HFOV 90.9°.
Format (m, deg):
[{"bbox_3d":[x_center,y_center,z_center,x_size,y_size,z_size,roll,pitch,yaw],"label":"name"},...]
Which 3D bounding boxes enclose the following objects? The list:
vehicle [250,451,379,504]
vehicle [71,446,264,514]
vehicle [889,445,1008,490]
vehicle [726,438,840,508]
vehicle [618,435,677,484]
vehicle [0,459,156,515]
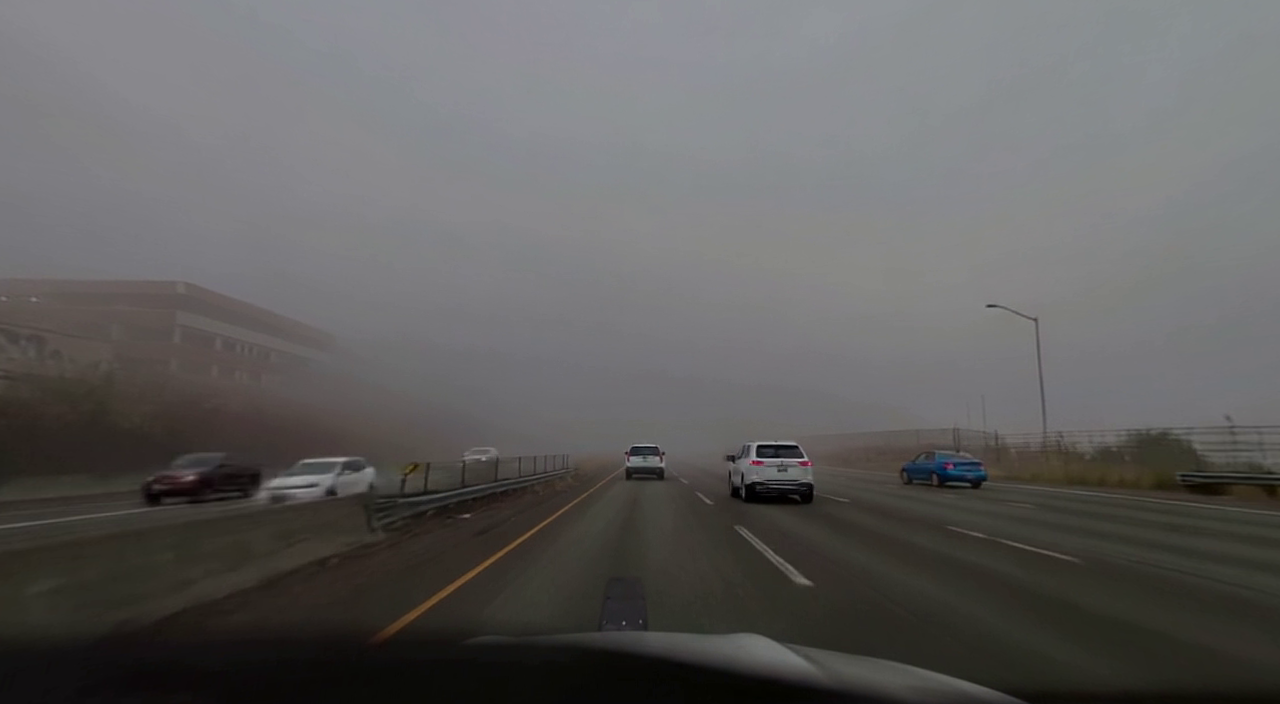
[{"bbox_3d":[-10.564,4.057,20.873,1.883,1.529,4.333,0,-8,1],"label":"vehicle"},{"bbox_3d":[-14.222,3.814,19.479,2.092,1.805,4.904,0,-8,0],"label":"vehicle"},{"bbox_3d":[10.989,4.113,22.910,2.027,1.446,4.470,0,-8,0],"label":"vehicle"},{"bbox_3d":[3.576,3.094,16.624,2.042,1.592,4.047,0,-8,0],"label":"vehicle"},{"bbox_3d":[0.307,4.512,26.733,2.290,1.862,4.454,0,-8,1],"label":"vehicle"},{"bbox_3d":[-18.030,4.164,19.887,1.918,1.456,4.459,0,-8,1],"label":"vehicle"}]
